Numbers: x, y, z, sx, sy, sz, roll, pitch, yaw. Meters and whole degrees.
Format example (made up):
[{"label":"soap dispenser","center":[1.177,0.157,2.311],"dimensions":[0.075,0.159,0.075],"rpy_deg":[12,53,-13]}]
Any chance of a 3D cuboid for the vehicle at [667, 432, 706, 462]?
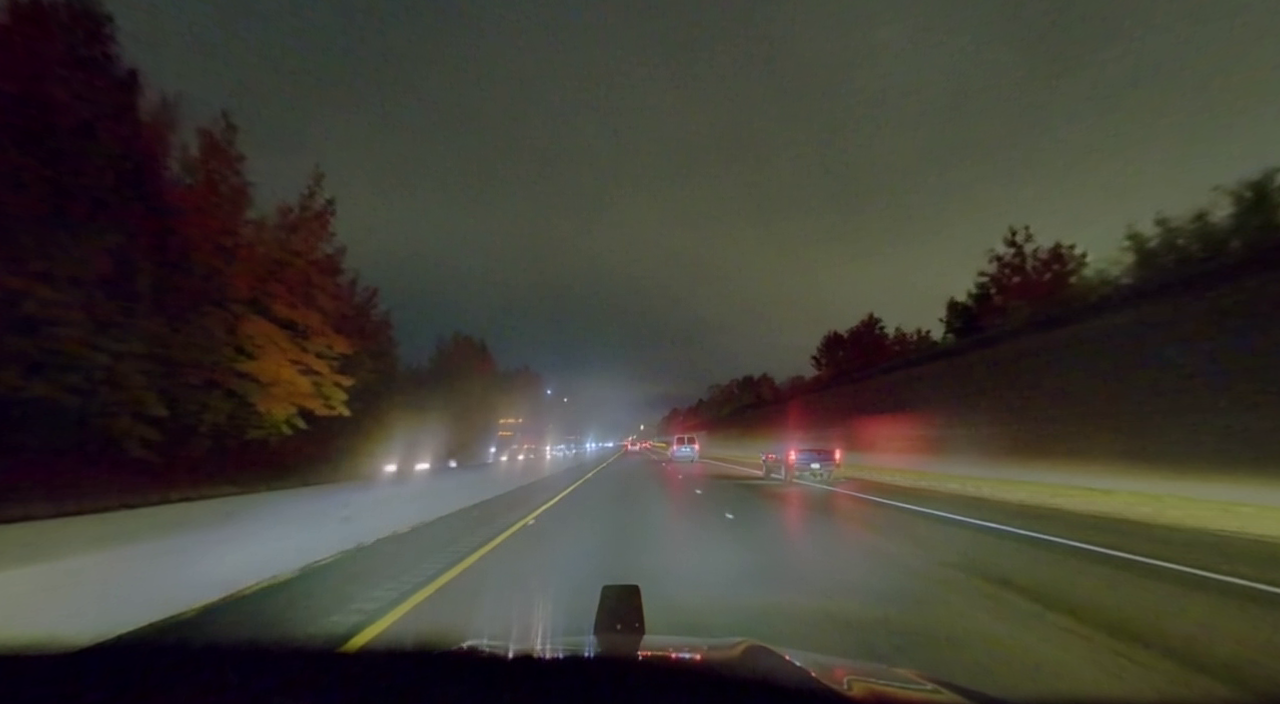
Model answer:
[{"label":"vehicle","center":[3.370,7.007,46.360],"dimensions":[2.393,2.072,4.958],"rpy_deg":[0,-8,-1]}]
